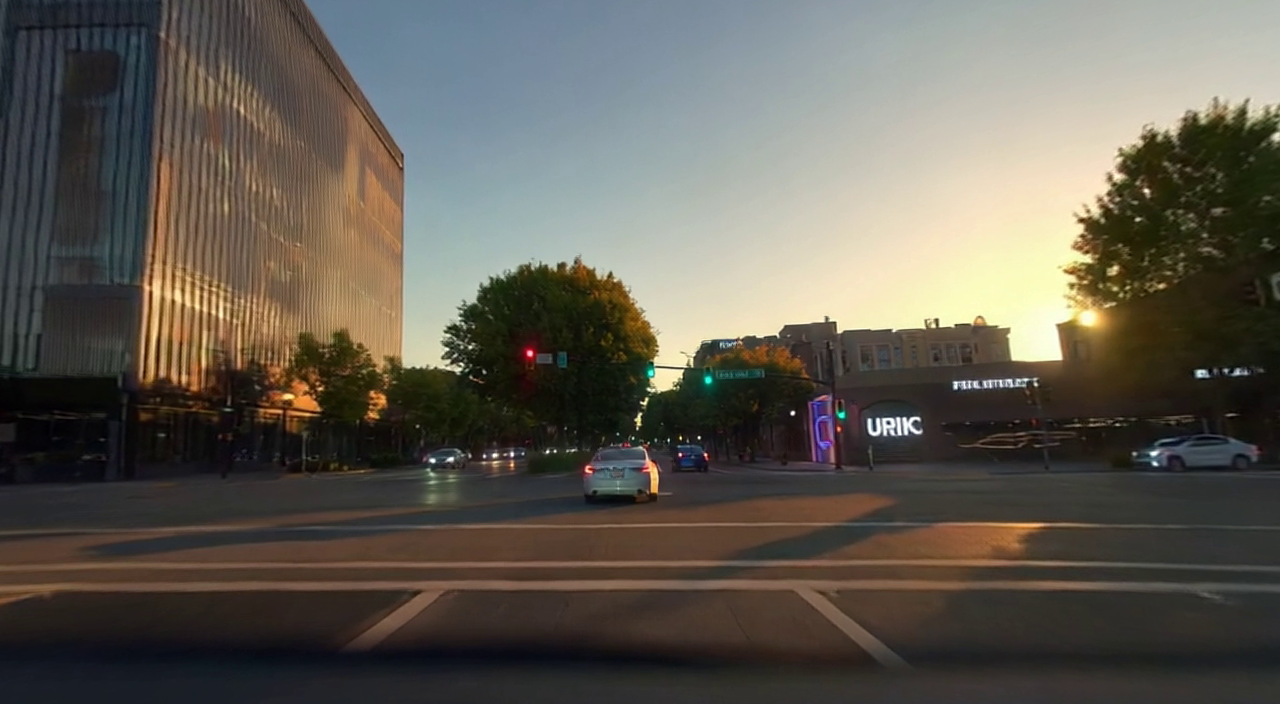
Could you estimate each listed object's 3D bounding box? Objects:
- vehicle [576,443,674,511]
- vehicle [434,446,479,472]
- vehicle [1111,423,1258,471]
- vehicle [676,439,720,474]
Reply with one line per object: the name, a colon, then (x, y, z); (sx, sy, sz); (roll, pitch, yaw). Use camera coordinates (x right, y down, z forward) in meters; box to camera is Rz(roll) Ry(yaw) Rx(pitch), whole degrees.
vehicle: (-0.374, 3.046, 15.946); (2.144, 1.398, 3.963); (1, -8, -1)
vehicle: (-12.684, 7.402, 43.992); (2.000, 1.507, 4.286); (-3, -8, -2)
vehicle: (23.975, 4.222, 27.962); (4.384, 2.000, 2.345); (1, -9, -4)
vehicle: (3.240, 5.871, 35.944); (2.078, 1.799, 4.089); (1, -8, -1)
